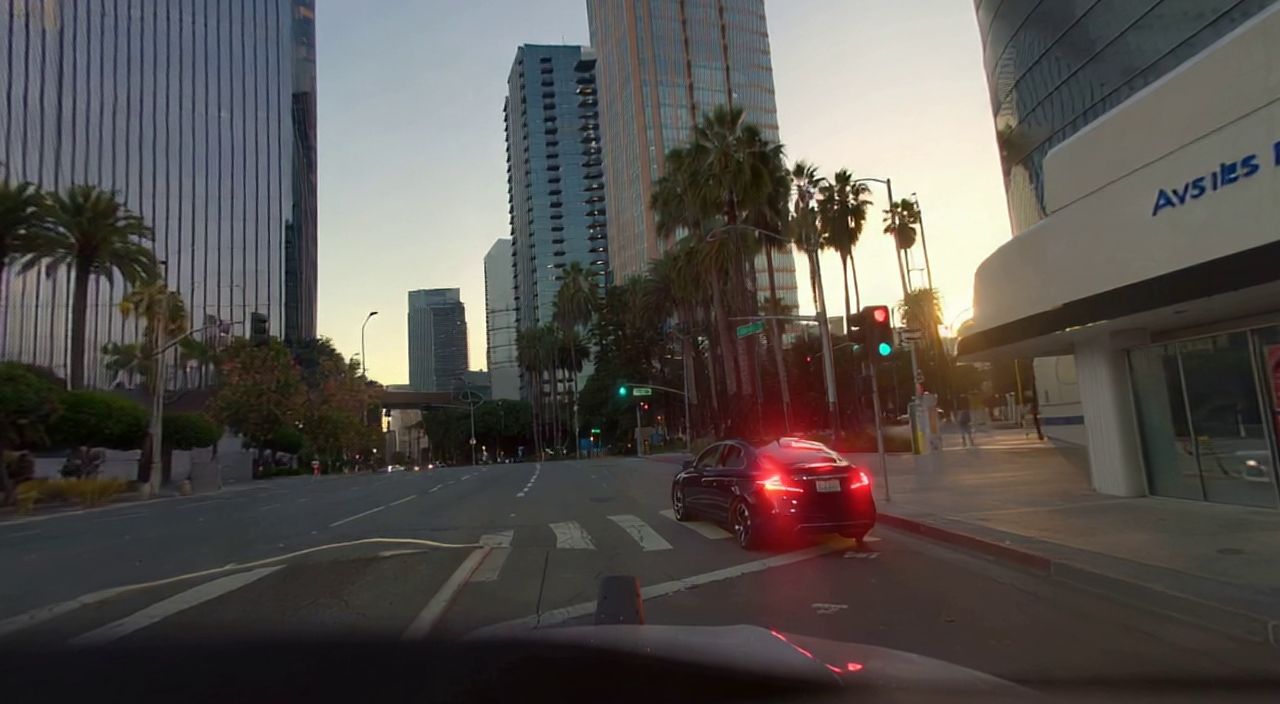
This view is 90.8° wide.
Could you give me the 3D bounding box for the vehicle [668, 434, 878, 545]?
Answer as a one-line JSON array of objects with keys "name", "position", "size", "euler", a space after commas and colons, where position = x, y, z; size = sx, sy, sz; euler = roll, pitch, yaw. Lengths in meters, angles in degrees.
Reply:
[{"name": "vehicle", "position": [1.925, 2.196, 10.934], "size": [2.090, 1.466, 4.676], "euler": [1, -8, -7]}]
